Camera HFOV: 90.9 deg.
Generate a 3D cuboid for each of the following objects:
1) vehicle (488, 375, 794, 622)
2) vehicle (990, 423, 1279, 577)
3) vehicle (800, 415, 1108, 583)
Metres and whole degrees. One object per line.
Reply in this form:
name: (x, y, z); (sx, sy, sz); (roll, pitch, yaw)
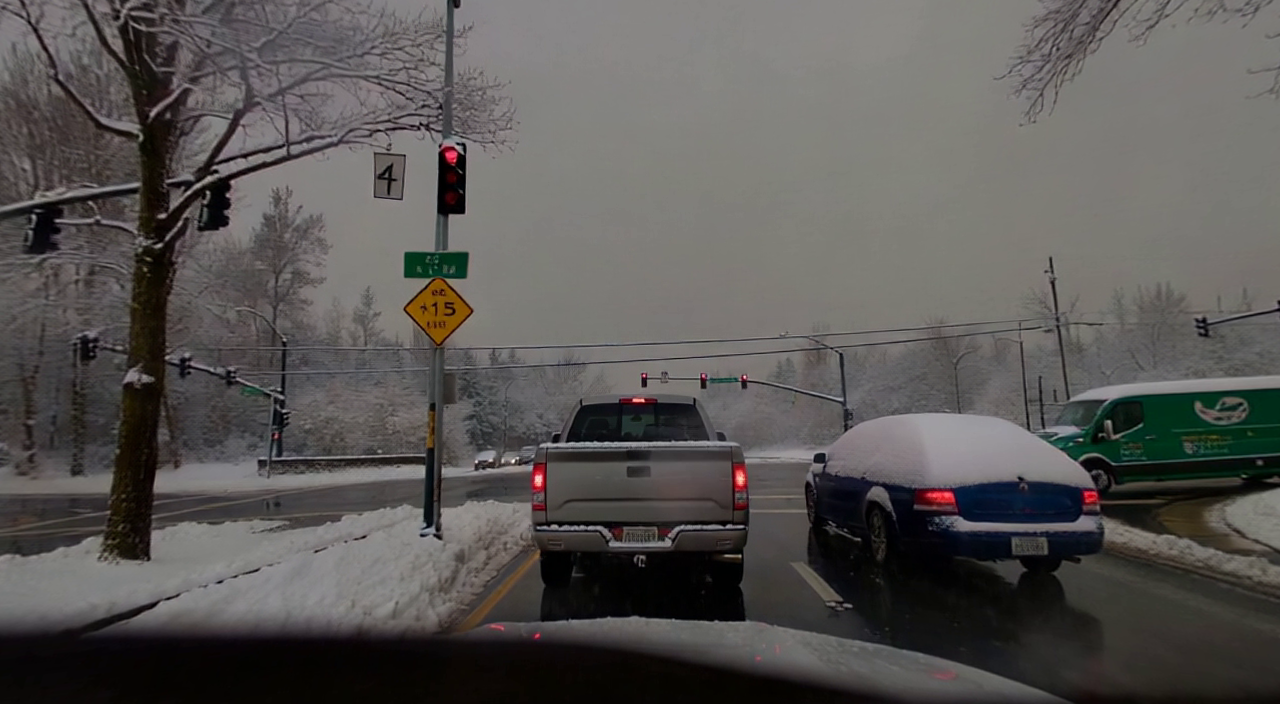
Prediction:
vehicle: (0.041, 1.478, 7.373); (2.326, 1.880, 4.964); (0, -8, 1)
vehicle: (6.832, 1.749, 8.295); (1.973, 1.470, 4.228); (0, -8, -1)
vehicle: (3.569, 1.724, 8.197); (1.981, 1.616, 4.006); (0, -8, 1)
